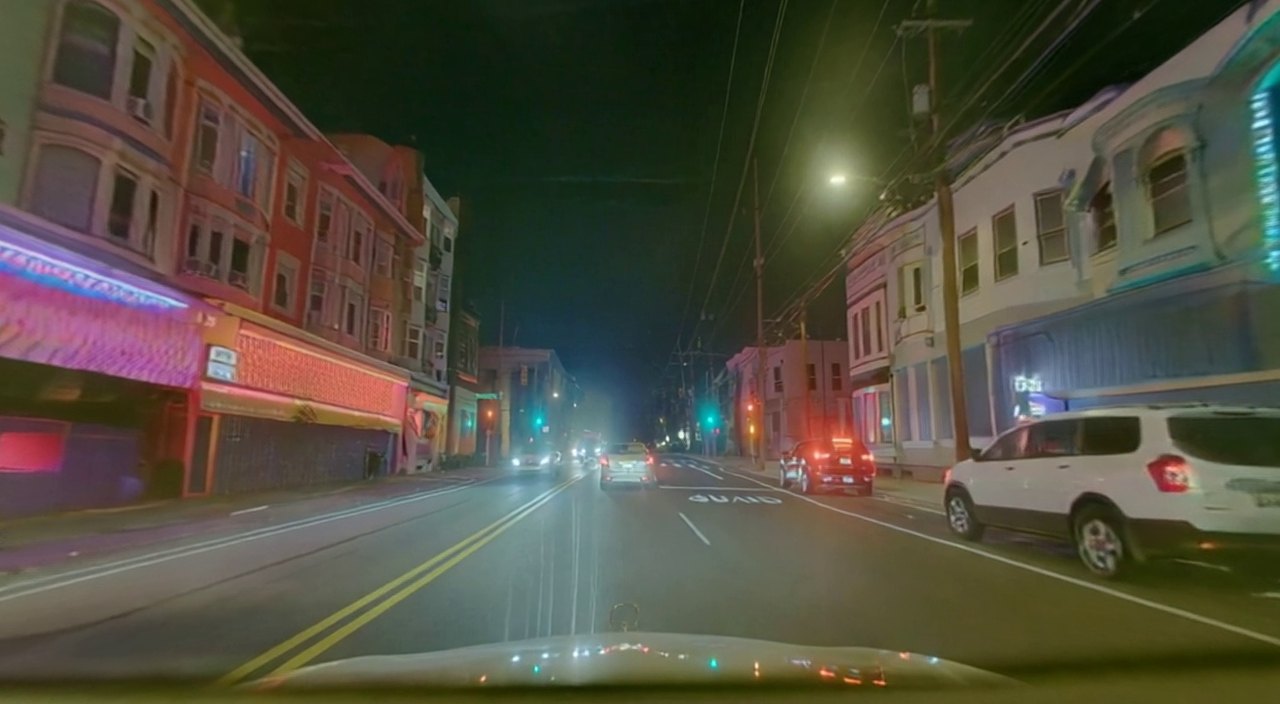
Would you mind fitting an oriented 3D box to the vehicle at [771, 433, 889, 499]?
[{"bbox_3d":[6.166,3.765,21.413,2.197,1.917,5.637,0,-8,-1],"label":"vehicle"}]

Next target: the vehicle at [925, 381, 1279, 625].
[{"bbox_3d":[6.134,1.713,8.300,2.208,2.106,5.496,0,-9,0],"label":"vehicle"}]

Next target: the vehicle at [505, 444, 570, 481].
[{"bbox_3d":[-4.459,4.872,28.210,2.181,1.500,4.319,0,-8,0],"label":"vehicle"}]

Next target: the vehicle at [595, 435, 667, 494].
[{"bbox_3d":[-0.267,3.416,19.486,1.980,1.635,3.795,0,-8,0],"label":"vehicle"}]
